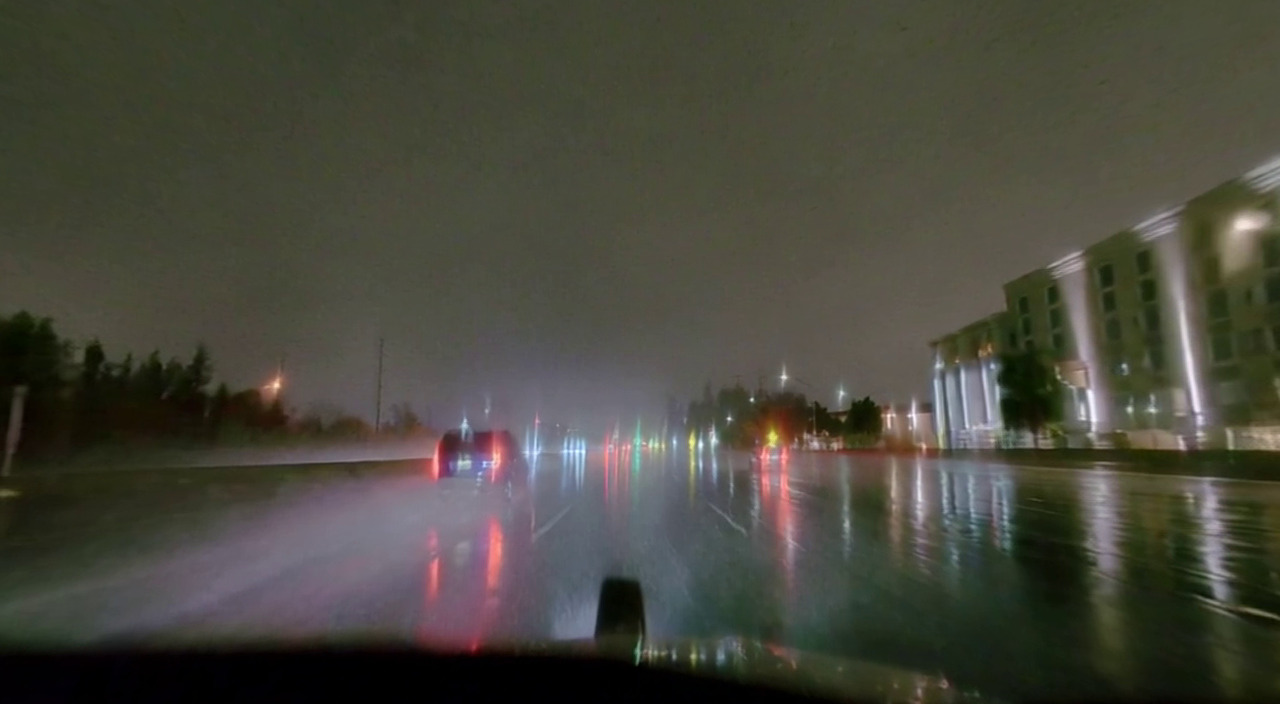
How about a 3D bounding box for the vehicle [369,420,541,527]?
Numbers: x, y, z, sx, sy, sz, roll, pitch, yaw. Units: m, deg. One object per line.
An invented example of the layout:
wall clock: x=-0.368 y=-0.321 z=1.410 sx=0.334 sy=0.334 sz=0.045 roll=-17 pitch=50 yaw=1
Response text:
vehicle: x=-3.586 y=2.467 z=13.425 sx=2.145 sy=1.828 sz=4.867 roll=0 pitch=-9 yaw=0
